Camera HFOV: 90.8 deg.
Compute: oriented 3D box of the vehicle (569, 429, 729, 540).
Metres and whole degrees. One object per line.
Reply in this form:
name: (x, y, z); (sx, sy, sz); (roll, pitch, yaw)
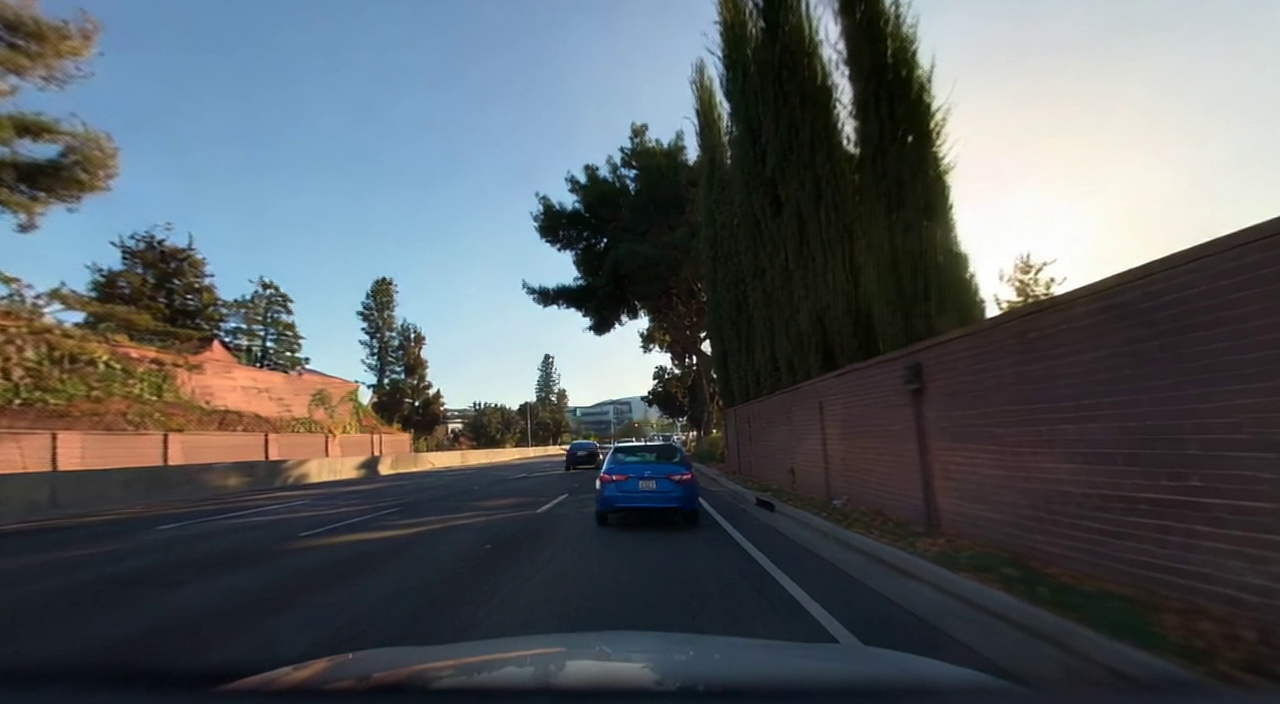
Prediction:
vehicle: (0.078, 2.138, 10.888); (2.205, 1.509, 4.272); (0, -8, -1)
